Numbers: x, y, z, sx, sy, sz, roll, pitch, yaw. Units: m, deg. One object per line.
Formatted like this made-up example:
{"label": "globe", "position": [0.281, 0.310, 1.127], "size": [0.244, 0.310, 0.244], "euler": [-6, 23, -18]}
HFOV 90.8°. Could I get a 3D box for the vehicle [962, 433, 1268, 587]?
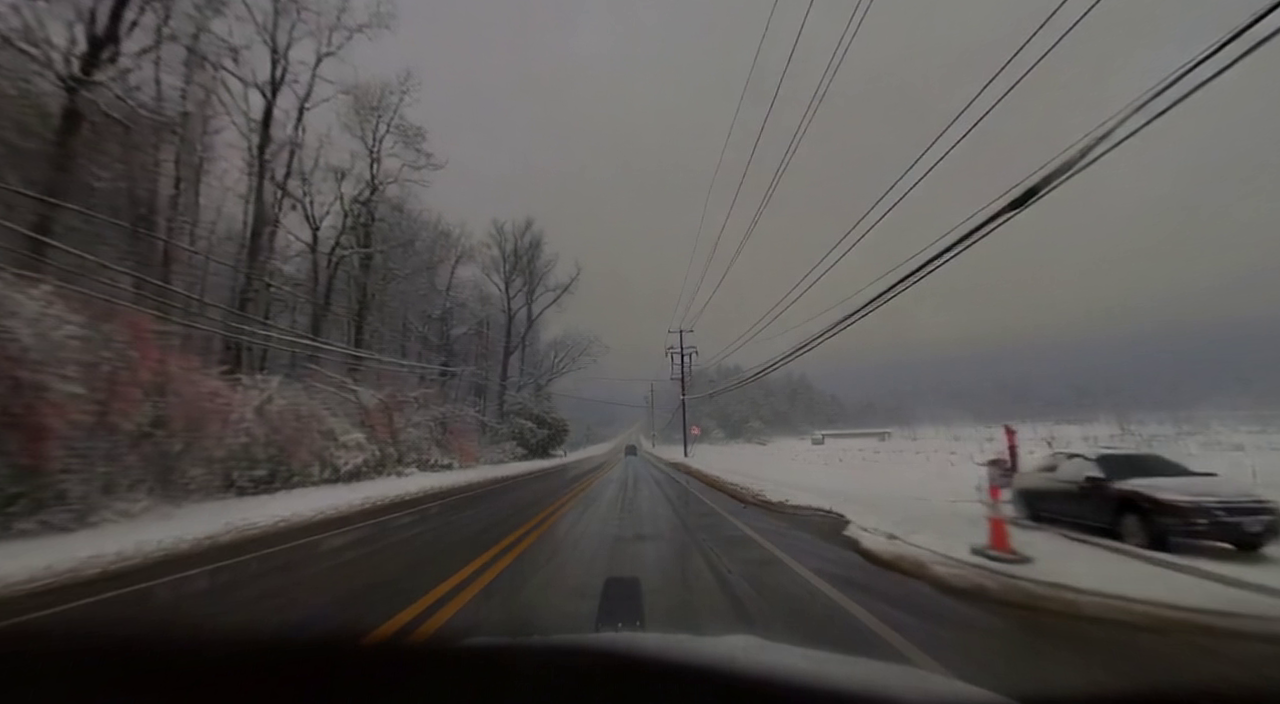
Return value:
{"label": "vehicle", "position": [7.261, 2.265, 9.608], "size": [4.620, 1.820, 1.917], "euler": [7, -10, -29]}
